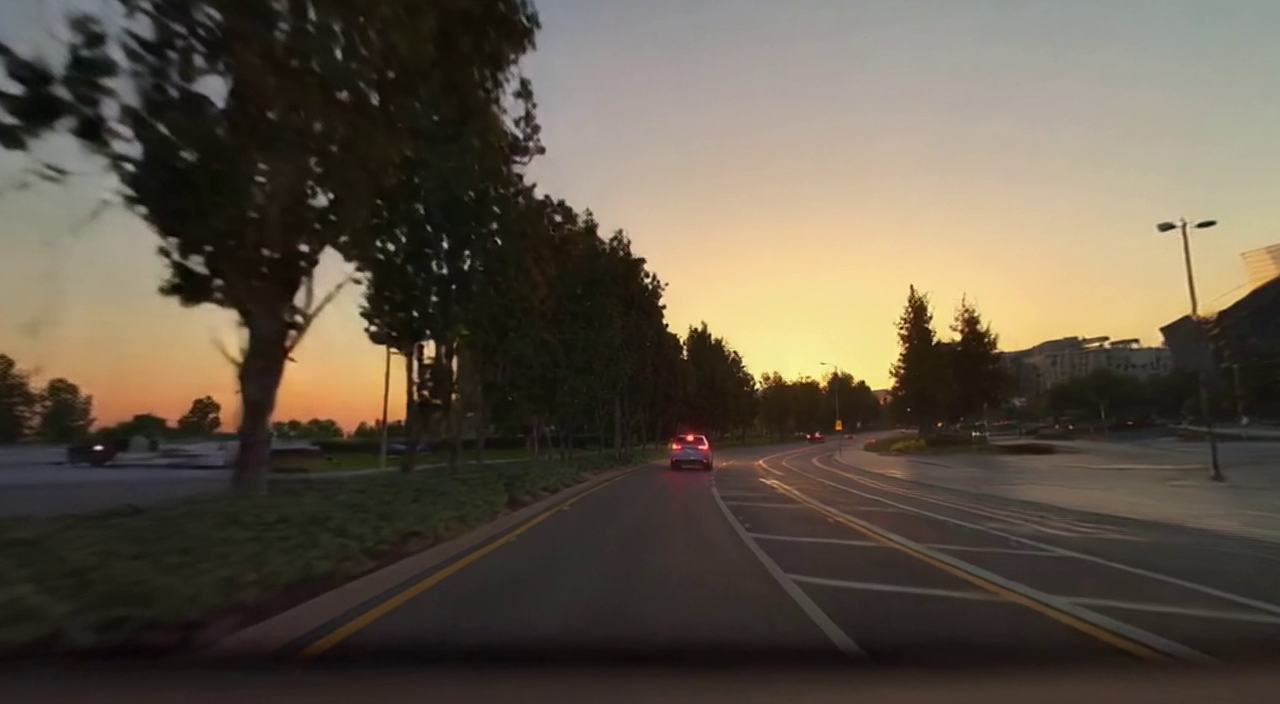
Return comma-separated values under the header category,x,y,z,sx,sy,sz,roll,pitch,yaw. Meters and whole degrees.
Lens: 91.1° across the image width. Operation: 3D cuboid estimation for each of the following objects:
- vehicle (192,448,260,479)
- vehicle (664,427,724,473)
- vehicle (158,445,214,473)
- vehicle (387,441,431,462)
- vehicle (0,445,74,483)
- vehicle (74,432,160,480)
category,x,y,z,sx,sy,sz,roll,pitch,yaw
vehicle,-22.815,6.112,34.780,2.058,1.580,4.134,3,-9,-18
vehicle,2.647,4.572,29.298,2.371,1.926,5.615,-1,-9,9
vehicle,-27.708,6.532,38.458,1.916,1.563,3.941,4,-10,-24
vehicle,-17.325,7.506,47.208,1.829,1.501,4.149,0,-9,-2
vehicle,-32.596,5.935,33.602,2.123,1.834,4.749,5,-10,-28
vehicle,-30.361,5.950,36.673,2.346,2.341,5.455,1,-6,-23
